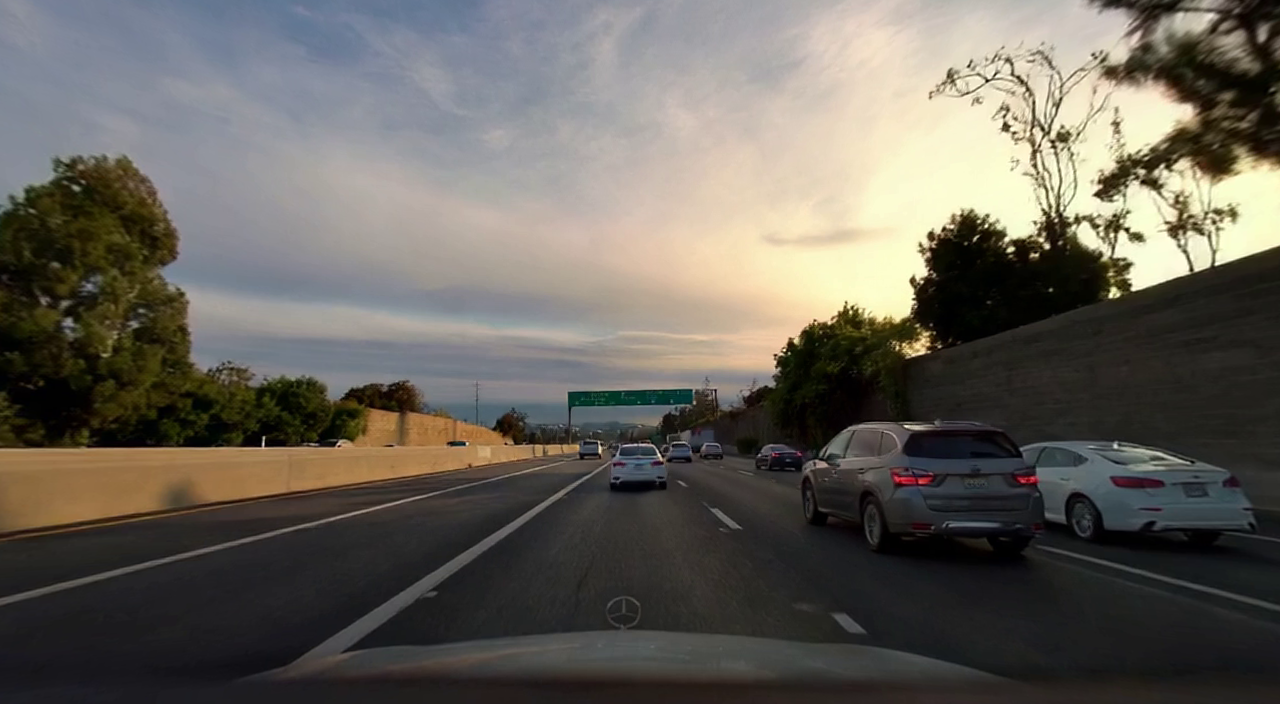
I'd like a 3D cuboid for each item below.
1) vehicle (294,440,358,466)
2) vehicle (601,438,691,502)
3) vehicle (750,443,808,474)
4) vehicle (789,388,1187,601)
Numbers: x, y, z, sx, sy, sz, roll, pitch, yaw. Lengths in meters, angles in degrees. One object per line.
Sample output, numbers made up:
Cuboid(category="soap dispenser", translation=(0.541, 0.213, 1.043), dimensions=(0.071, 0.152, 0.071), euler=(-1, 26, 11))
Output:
Cuboid(category="vehicle", translation=(-21.465, 6.907, 43.407), dimensions=(2.155, 1.701, 4.530), euler=(0, -9, -2))
Cuboid(category="vehicle", translation=(0.104, 3.053, 16.784), dimensions=(2.098, 1.475, 3.997), euler=(0, -9, -1))
Cuboid(category="vehicle", translation=(6.943, 5.343, 32.015), dimensions=(1.839, 1.441, 4.241), euler=(0, -9, -2))
Cuboid(category="vehicle", translation=(3.525, 1.560, 7.795), dimensions=(2.162, 1.800, 4.693), euler=(0, -9, -1))
